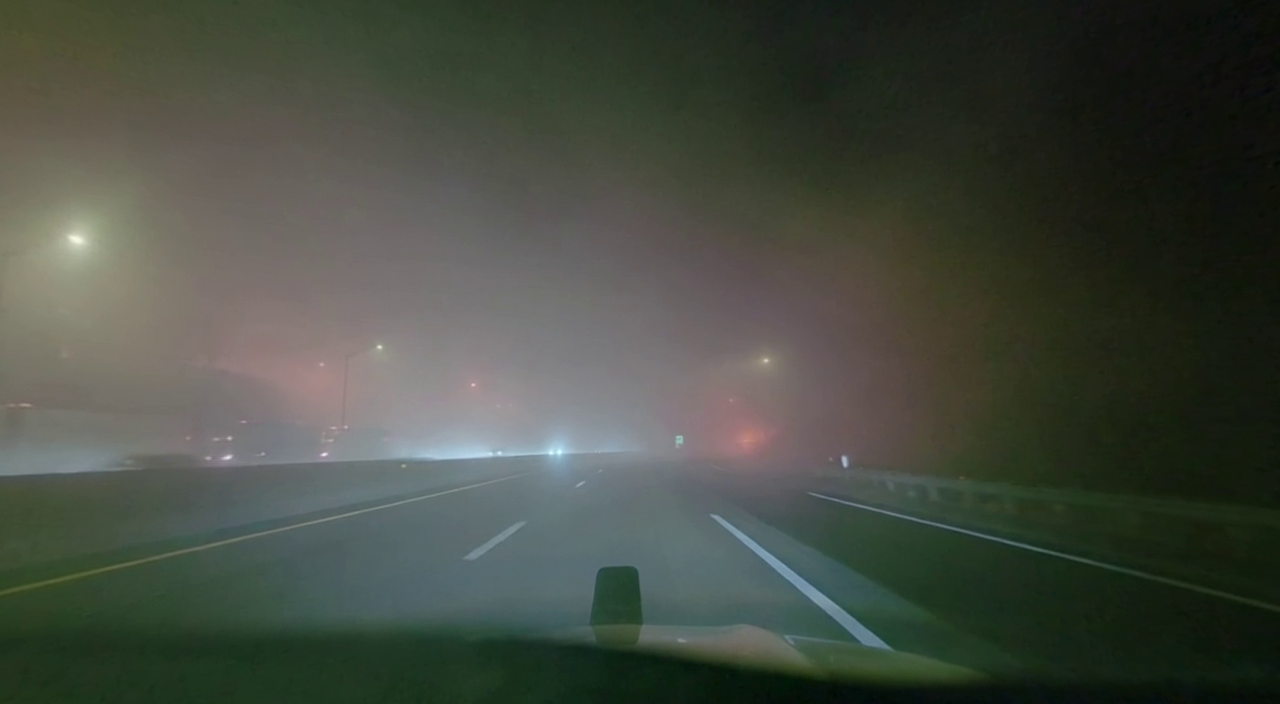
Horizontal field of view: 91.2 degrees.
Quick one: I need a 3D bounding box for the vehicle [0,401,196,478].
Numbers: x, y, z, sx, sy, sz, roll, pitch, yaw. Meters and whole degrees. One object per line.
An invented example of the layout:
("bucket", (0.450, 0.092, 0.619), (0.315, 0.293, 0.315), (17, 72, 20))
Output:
("vehicle", (-35.623, 5.745, 40.589), (2.873, 4.105, 14.677), (-2, -8, 1))
